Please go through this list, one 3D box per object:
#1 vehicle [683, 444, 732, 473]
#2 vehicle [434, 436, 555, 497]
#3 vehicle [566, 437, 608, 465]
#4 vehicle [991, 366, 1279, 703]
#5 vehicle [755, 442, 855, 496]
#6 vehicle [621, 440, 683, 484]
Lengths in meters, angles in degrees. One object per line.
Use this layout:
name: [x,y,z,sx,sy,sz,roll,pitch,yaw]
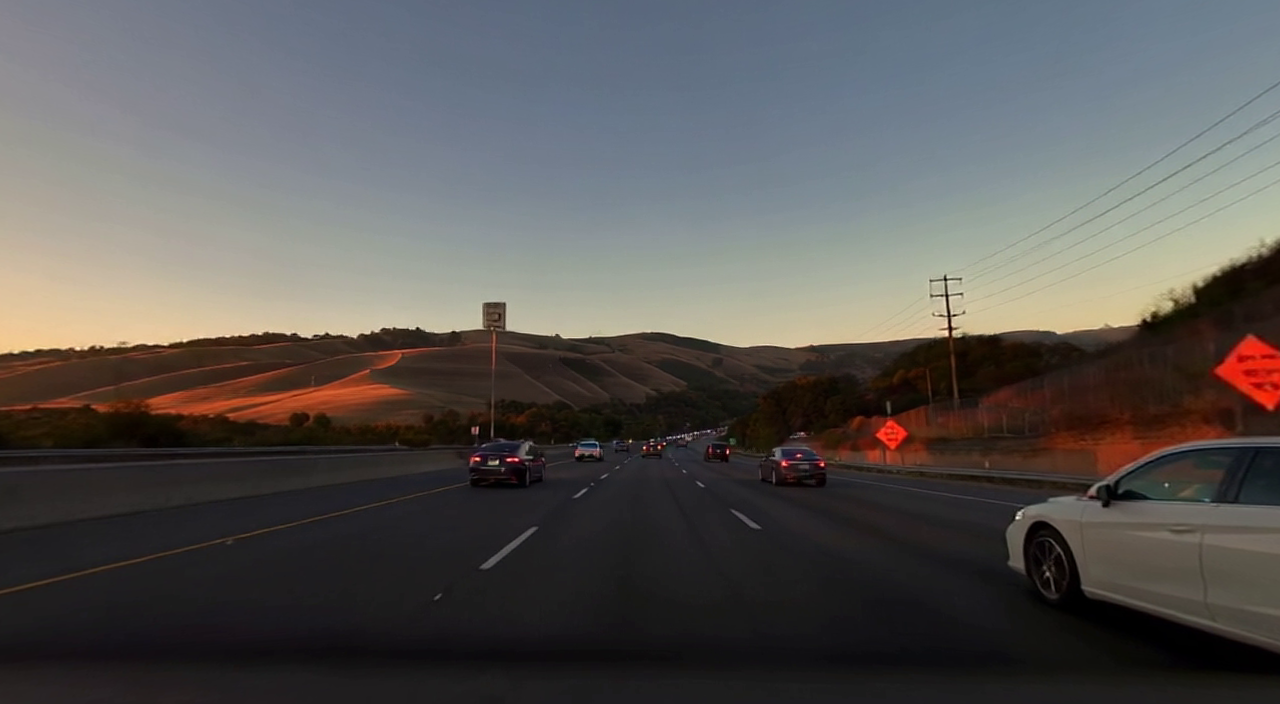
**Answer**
vehicle: [3.539,5.666,33.886,2.177,1.453,4.205,0,-8,0]
vehicle: [-3.771,3.064,17.255,2.232,1.438,4.163,0,-8,2]
vehicle: [-3.302,6.279,40.198,2.234,1.675,4.527,0,-8,1]
vehicle: [3.862,0.887,2.720,2.018,1.670,4.658,0,-8,0]
vehicle: [4.976,3.560,19.643,1.867,1.465,4.093,0,-8,-2]
vehicle: [0.425,4.075,23.717,2.138,1.473,4.392,0,-8,0]
